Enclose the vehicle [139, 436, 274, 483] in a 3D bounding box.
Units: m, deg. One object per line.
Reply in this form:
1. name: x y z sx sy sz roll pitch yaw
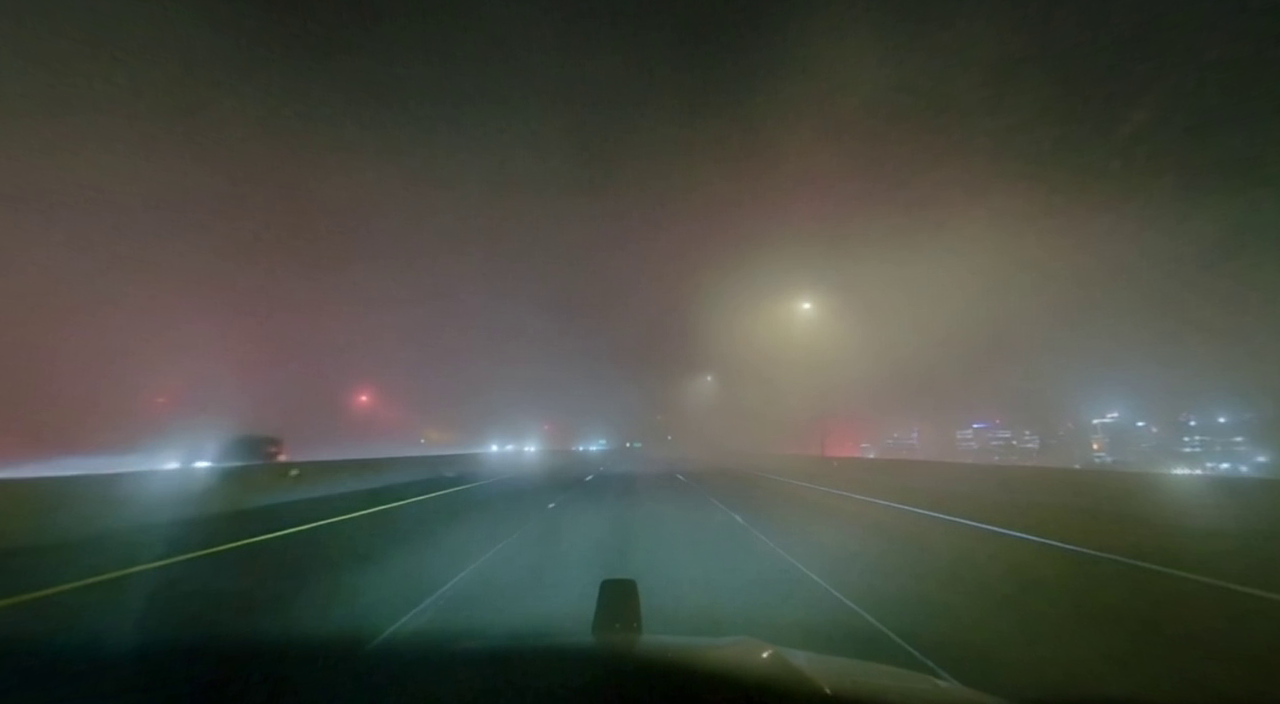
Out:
1. vehicle: -19.248 4.776 28.475 2.133 1.837 5.559 0 -8 0
